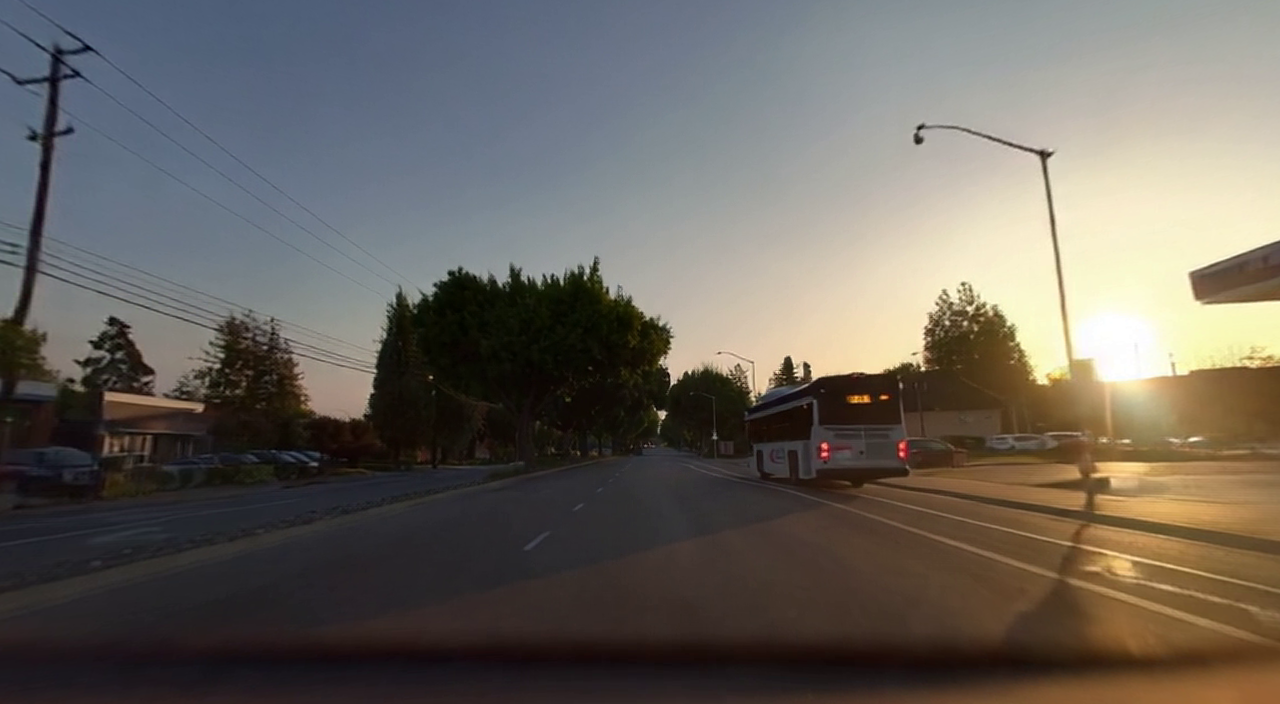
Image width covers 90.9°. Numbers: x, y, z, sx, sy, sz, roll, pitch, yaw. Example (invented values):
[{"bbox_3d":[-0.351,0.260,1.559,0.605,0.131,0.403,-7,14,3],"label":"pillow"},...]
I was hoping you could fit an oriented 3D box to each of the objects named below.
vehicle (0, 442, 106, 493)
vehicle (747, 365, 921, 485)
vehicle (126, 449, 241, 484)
[{"bbox_3d":[-24.412,4.382,24.157,2.284,1.855,5.392,-4,-9,25],"label":"vehicle"},{"bbox_3d":[8.605,3.744,30.893,4.582,4.678,12.589,0,-8,0],"label":"vehicle"},{"bbox_3d":[-24.218,6.076,33.537,4.325,1.716,2.358,0,-9,5],"label":"vehicle"}]
